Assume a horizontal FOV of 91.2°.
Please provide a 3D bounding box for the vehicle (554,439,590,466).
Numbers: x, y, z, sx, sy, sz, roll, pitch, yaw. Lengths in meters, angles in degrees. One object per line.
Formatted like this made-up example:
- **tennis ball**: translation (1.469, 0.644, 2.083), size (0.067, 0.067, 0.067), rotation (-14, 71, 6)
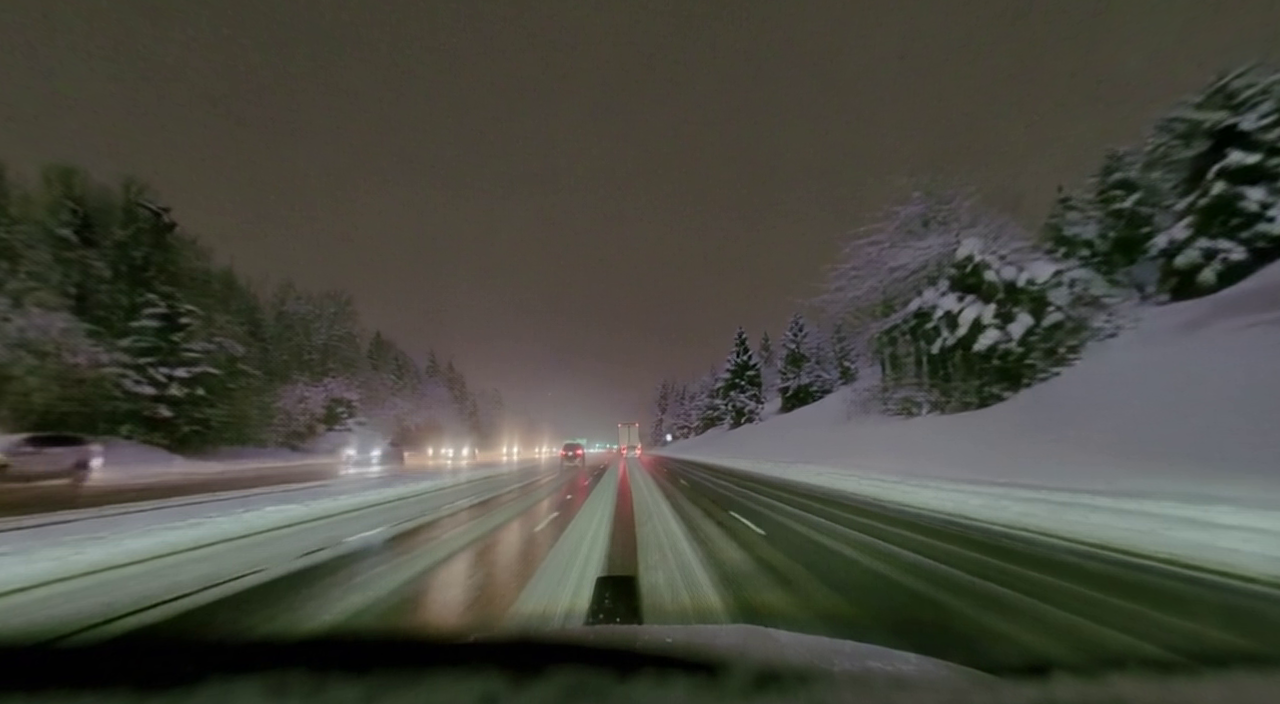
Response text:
- **vehicle**: translation (-4.607, 6.866, 42.811), size (2.098, 1.692, 4.038), rotation (0, -9, -2)

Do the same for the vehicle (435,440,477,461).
- **vehicle**: translation (-13.720, 7.398, 46.994), size (1.888, 1.491, 4.426), rotation (0, -9, -1)

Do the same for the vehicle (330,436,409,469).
- **vehicle**: translation (-13.325, 4.982, 31.160), size (2.169, 1.511, 4.002), rotation (0, -9, 0)
